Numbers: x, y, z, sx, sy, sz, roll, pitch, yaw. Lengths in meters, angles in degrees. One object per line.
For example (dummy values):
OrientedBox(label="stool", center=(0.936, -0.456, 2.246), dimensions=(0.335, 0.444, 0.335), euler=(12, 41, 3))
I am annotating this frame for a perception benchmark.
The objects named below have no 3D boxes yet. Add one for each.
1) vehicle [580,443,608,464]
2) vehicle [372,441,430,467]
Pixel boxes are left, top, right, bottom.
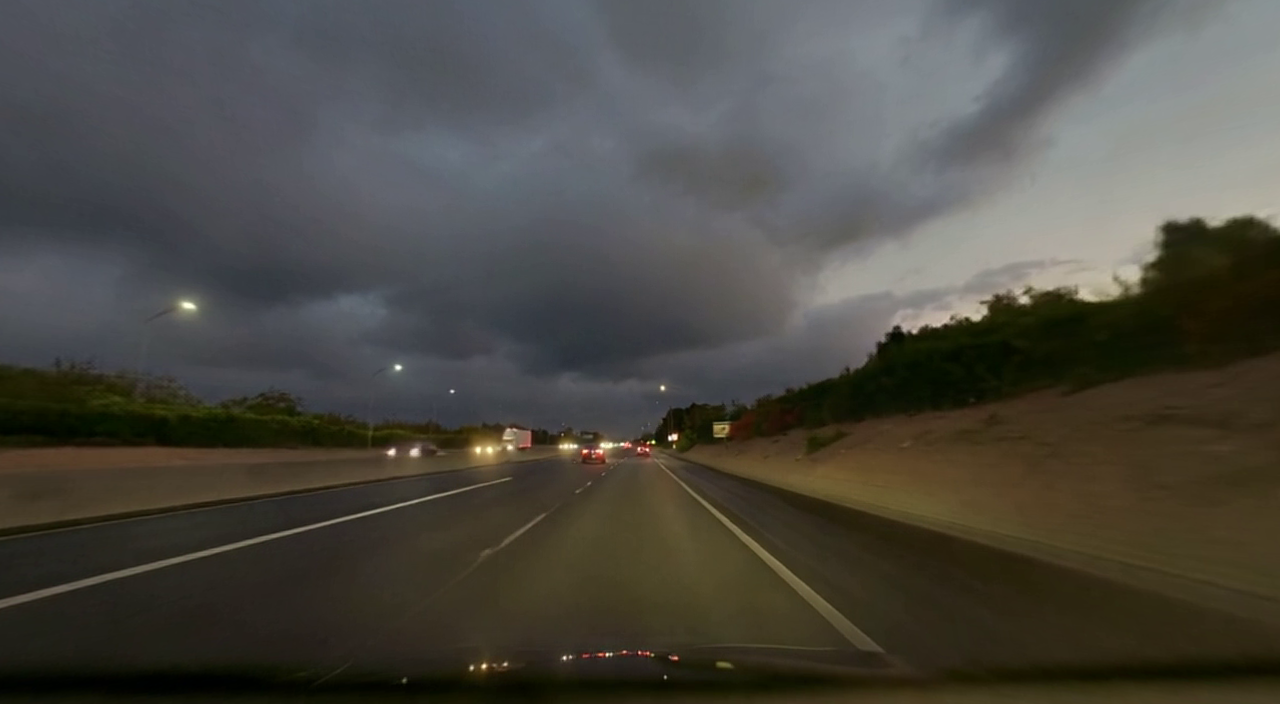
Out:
OrientedBox(label="vehicle", center=(-3.541, 7.915, 49.150), dimensions=(1.921, 1.536, 3.920), euler=(0, -9, 0))
OrientedBox(label="vehicle", center=(-15.454, 6.633, 41.129), dimensions=(2.003, 1.528, 4.634), euler=(0, -9, 0))
